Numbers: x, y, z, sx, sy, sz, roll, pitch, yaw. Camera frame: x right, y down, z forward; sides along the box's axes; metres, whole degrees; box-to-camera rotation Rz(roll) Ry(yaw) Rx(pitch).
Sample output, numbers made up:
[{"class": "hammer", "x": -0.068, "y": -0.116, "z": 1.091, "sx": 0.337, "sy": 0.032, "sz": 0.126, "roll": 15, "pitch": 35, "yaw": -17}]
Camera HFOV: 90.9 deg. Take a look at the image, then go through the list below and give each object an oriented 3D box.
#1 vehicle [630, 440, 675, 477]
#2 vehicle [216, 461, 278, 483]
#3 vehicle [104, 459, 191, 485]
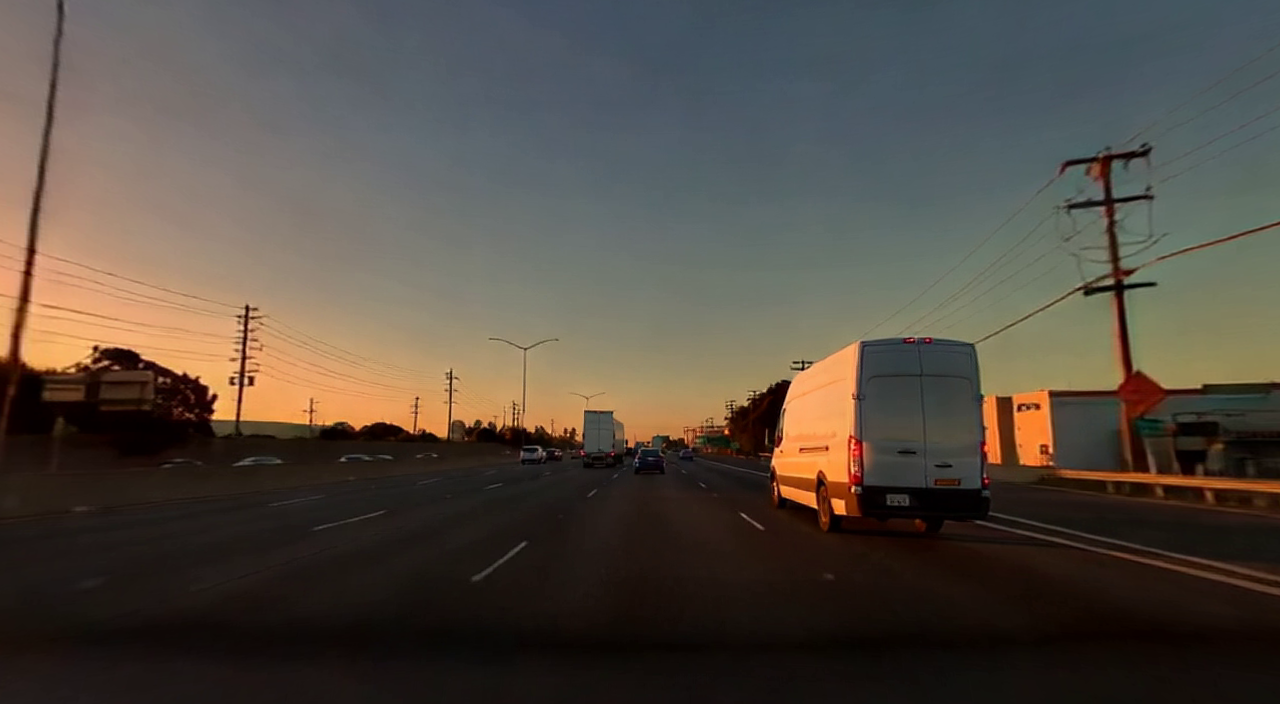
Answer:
[{"class": "vehicle", "x": 0.671, "y": 5.767, "z": 34.514, "sx": 2.279, "sy": 1.837, "sz": 4.747, "roll": 0, "pitch": -9, "yaw": 0}, {"class": "vehicle", "x": -30.640, "y": 9.365, "z": 49.339, "sx": 1.840, "sy": 1.461, "sz": 4.694, "roll": 0, "pitch": -9, "yaw": 0}, {"class": "vehicle", "x": -38.070, "y": 9.267, "z": 49.019, "sx": 2.123, "sy": 1.739, "sz": 5.655, "roll": 0, "pitch": -9, "yaw": 1}]
